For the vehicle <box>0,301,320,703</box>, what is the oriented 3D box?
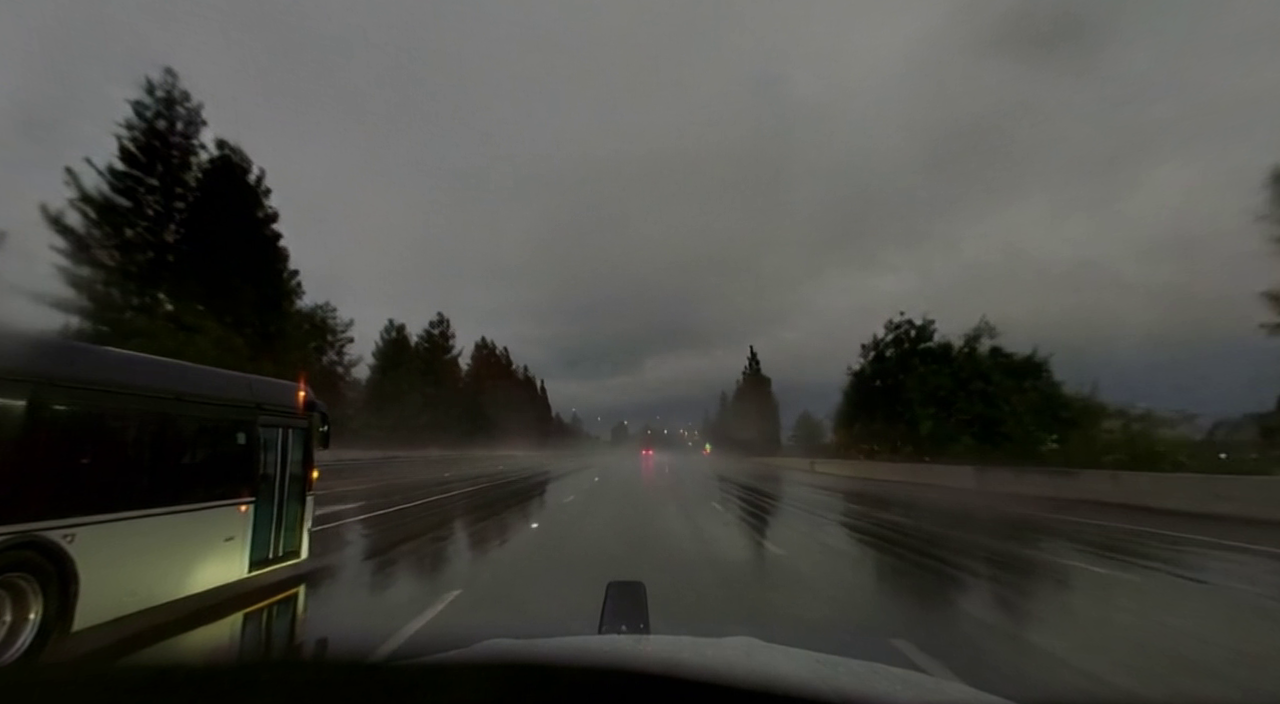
[{"bbox_3d":[-4.129,0.800,3.248,2.127,1.985,5.205,-1,-8,1],"label":"vehicle"}]
